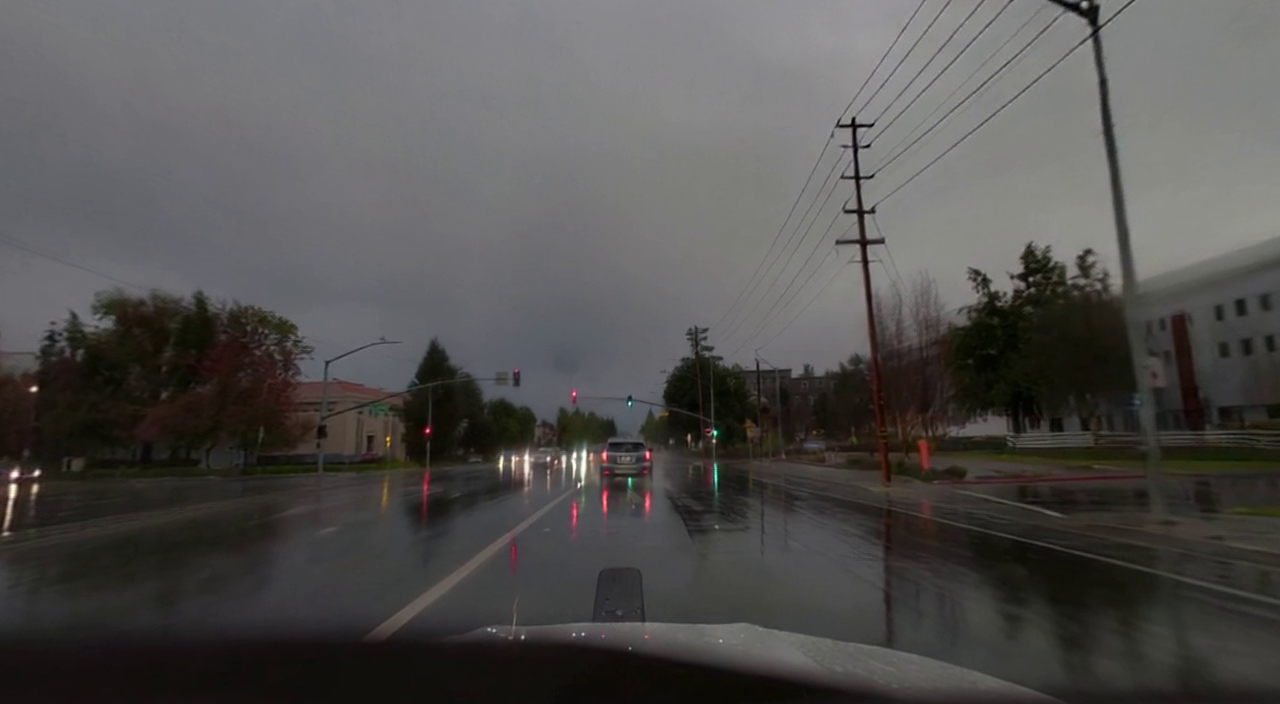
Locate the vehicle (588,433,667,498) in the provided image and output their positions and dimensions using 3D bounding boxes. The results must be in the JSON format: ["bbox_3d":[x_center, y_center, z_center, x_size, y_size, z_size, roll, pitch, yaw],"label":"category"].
[{"bbox_3d":[-0.390,3.460,19.615,2.188,1.782,3.982,0,-9,-2],"label":"vehicle"}]

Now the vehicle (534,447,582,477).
[{"bbox_3d":[-4.275,5.841,33.777,2.075,1.474,4.367,0,-9,-1],"label":"vehicle"}]

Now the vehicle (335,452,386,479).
[{"bbox_3d":[-19.579,7.963,44.487,1.986,1.704,4.546,1,-9,-7],"label":"vehicle"}]
